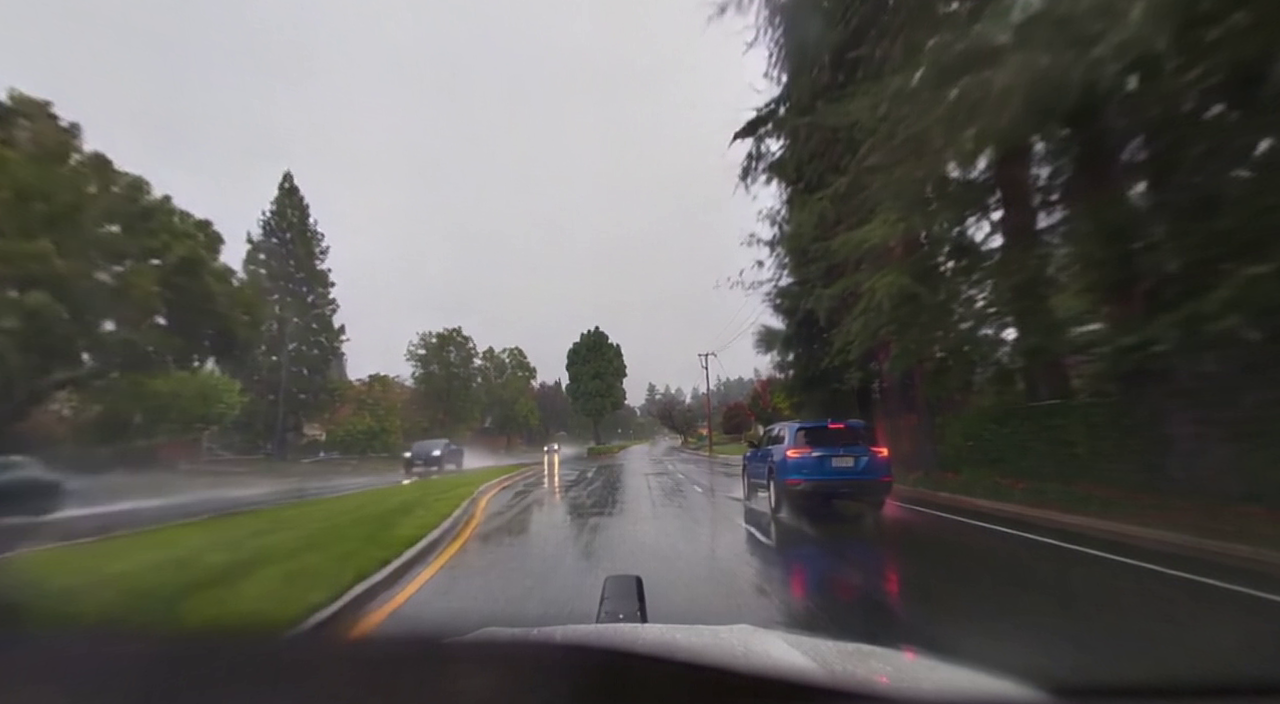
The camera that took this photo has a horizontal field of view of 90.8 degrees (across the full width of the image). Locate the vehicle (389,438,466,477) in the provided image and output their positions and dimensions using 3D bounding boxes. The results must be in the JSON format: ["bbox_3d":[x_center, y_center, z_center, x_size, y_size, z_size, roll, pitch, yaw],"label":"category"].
[{"bbox_3d":[-10.226,5.087,30.861,2.075,1.739,4.864,0,-8,0],"label":"vehicle"}]

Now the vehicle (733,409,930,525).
[{"bbox_3d":[3.330,2.134,12.245,2.193,1.777,4.772,0,-8,-1],"label":"vehicle"}]
